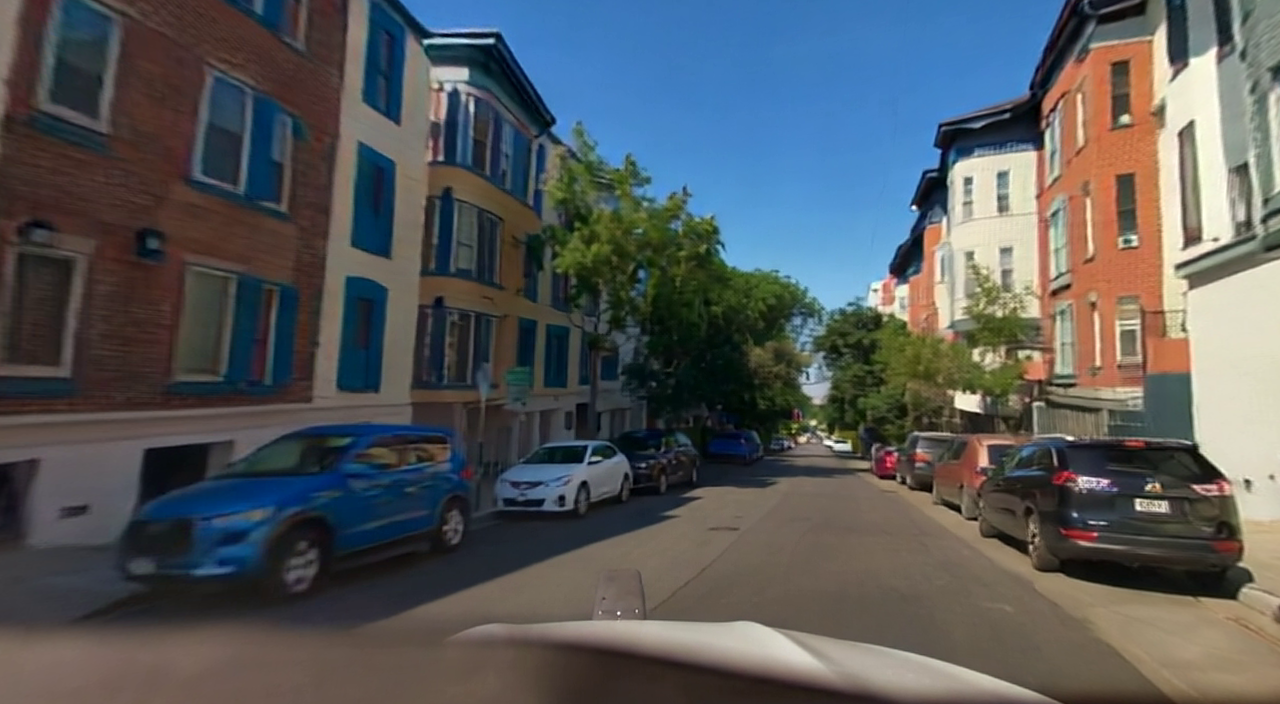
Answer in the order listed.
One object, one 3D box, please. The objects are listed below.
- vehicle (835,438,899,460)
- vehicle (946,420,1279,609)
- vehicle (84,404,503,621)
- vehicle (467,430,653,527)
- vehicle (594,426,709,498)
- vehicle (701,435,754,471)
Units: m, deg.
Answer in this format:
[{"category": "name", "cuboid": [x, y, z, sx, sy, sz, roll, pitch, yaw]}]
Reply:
[{"category": "vehicle", "cuboid": [15.799, 6.756, 43.817, 3.657, 1.475, 1.930, 1, -8, -3]}, {"category": "vehicle", "cuboid": [5.278, 1.706, 7.737, 1.883, 1.615, 4.234, -2, -8, 15]}, {"category": "vehicle", "cuboid": [-3.001, 1.377, 6.345, 1.719, 1.519, 3.414, -2, -8, 15]}, {"category": "vehicle", "cuboid": [-1.221, 2.206, 11.764, 1.830, 1.427, 4.294, -2, -8, 17]}, {"category": "vehicle", "cuboid": [0.467, 2.821, 16.747, 1.942, 1.629, 4.302, -2, -8, 17]}, {"category": "vehicle", "cuboid": [4.054, 4.553, 28.694, 1.840, 1.493, 3.761, -2, -8, 17]}]
